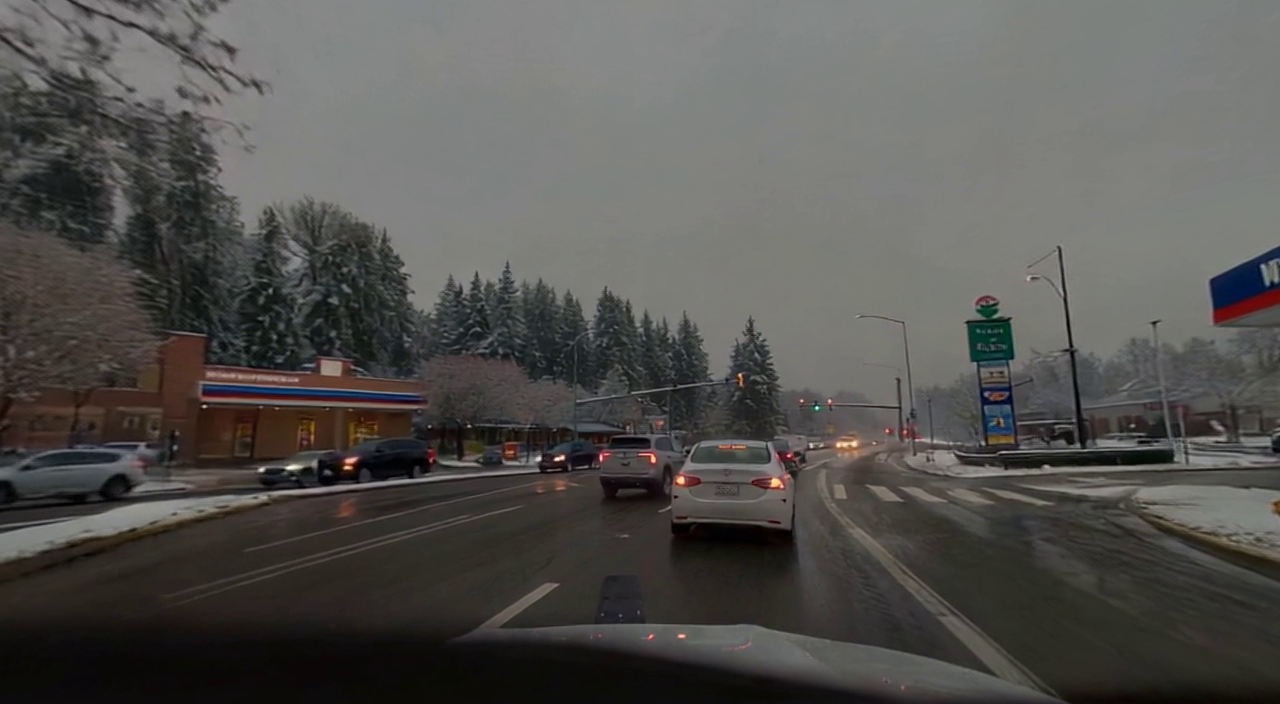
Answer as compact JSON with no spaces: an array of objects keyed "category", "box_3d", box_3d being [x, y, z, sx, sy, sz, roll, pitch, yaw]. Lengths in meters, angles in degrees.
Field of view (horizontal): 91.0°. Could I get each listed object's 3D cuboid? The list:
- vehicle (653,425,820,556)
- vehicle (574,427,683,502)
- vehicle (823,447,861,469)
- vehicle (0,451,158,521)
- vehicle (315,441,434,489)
[{"category":"vehicle","box_3d":[1.585,2.017,9.897,2.060,1.580,3.980,-2,-9,12]},{"category":"vehicle","box_3d":[-0.152,3.081,17.686,2.102,1.774,4.662,-2,-9,11]},{"category":"vehicle","box_3d":[14.659,7.703,45.896,1.916,1.462,4.487,-1,-9,9]},{"category":"vehicle","box_3d":[-15.288,3.299,15.852,1.894,1.528,4.849,-2,-9,11]},{"category":"vehicle","box_3d":[-10.196,4.357,24.658,2.088,1.693,4.491,-2,-9,10]}]
